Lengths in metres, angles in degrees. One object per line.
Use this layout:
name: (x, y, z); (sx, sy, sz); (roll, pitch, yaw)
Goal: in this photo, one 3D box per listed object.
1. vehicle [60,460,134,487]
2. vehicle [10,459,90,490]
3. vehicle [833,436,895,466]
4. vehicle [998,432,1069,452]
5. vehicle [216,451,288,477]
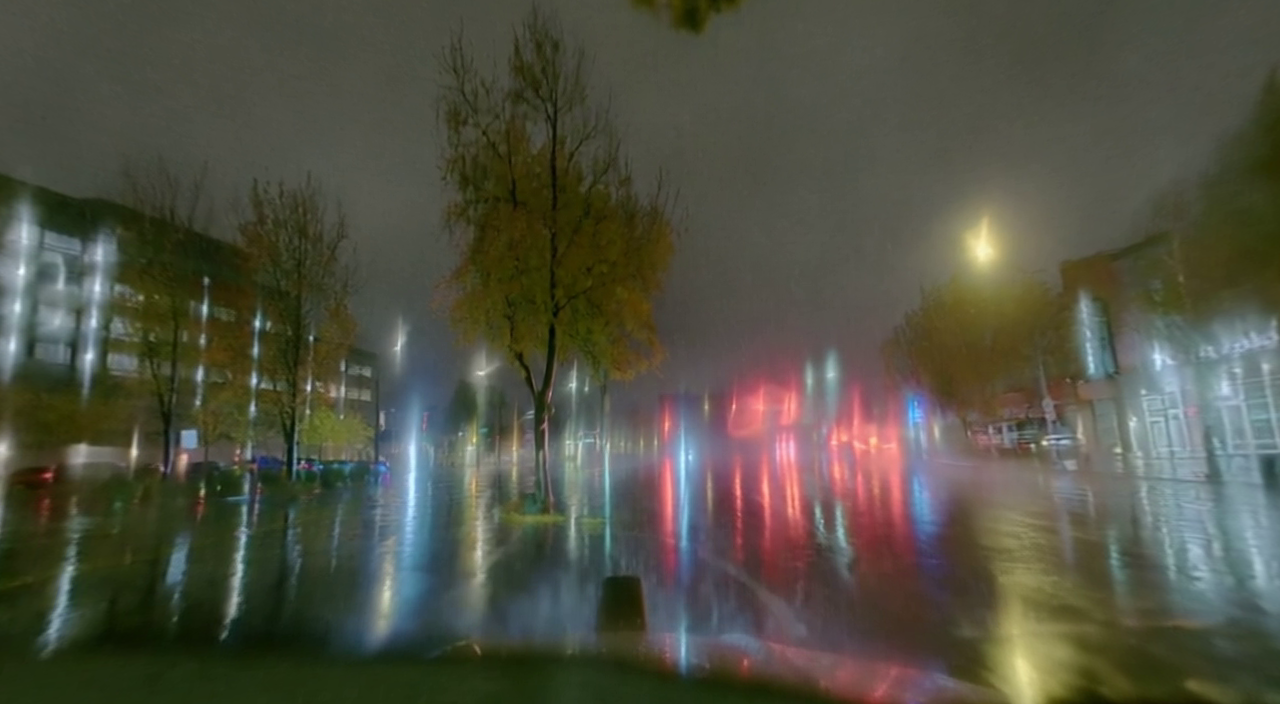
vehicle: (-34.524, 7.674, 40.132); (4.416, 1.541, 2.102); (-5, -10, 30)
vehicle: (-33.973, 6.989, 36.329); (5.124, 1.541, 2.121); (-6, -10, 33)
vehicle: (13.088, 5.805, 37.241); (2.100, 1.638, 4.545); (0, -9, 2)
vehicle: (28.204, 6.485, 45.366); (3.839, 1.386, 1.816); (-1, -9, 6)
vehicle: (-28.214, 8.058, 45.848); (5.483, 1.719, 2.112); (-5, -10, 32)
